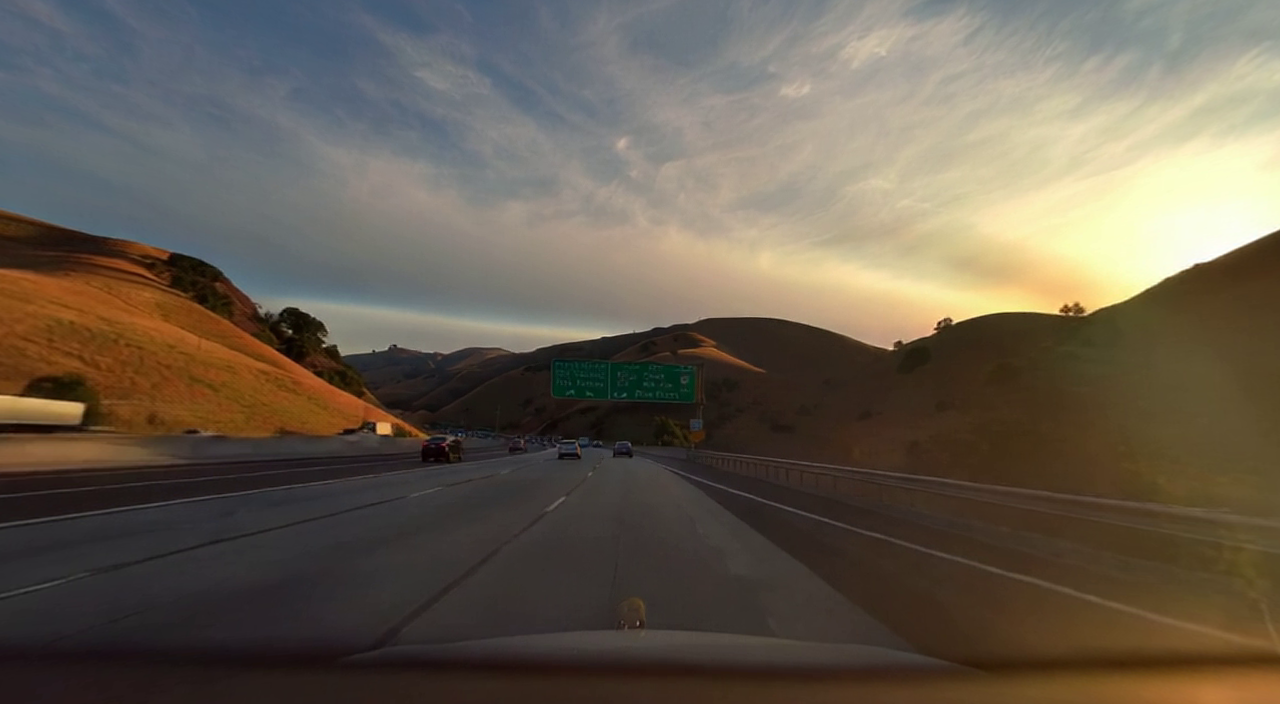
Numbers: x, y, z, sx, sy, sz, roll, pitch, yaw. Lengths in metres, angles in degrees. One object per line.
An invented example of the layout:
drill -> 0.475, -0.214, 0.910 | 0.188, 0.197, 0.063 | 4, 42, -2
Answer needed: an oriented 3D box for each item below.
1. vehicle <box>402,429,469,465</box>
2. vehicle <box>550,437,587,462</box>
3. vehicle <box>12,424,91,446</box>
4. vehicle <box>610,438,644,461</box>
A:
vehicle -> -11.781, 5.524, 36.676 | 2.219, 1.923, 4.985 | 0, -8, 0
vehicle -> -4.762, 6.589, 42.600 | 2.060, 1.631, 4.214 | 0, -9, -1
vehicle -> -42.983, 6.139, 46.139 | 1.757, 1.493, 4.188 | 0, -9, -1
vehicle -> -0.991, 7.282, 47.082 | 2.421, 1.594, 4.248 | 0, -9, -2
